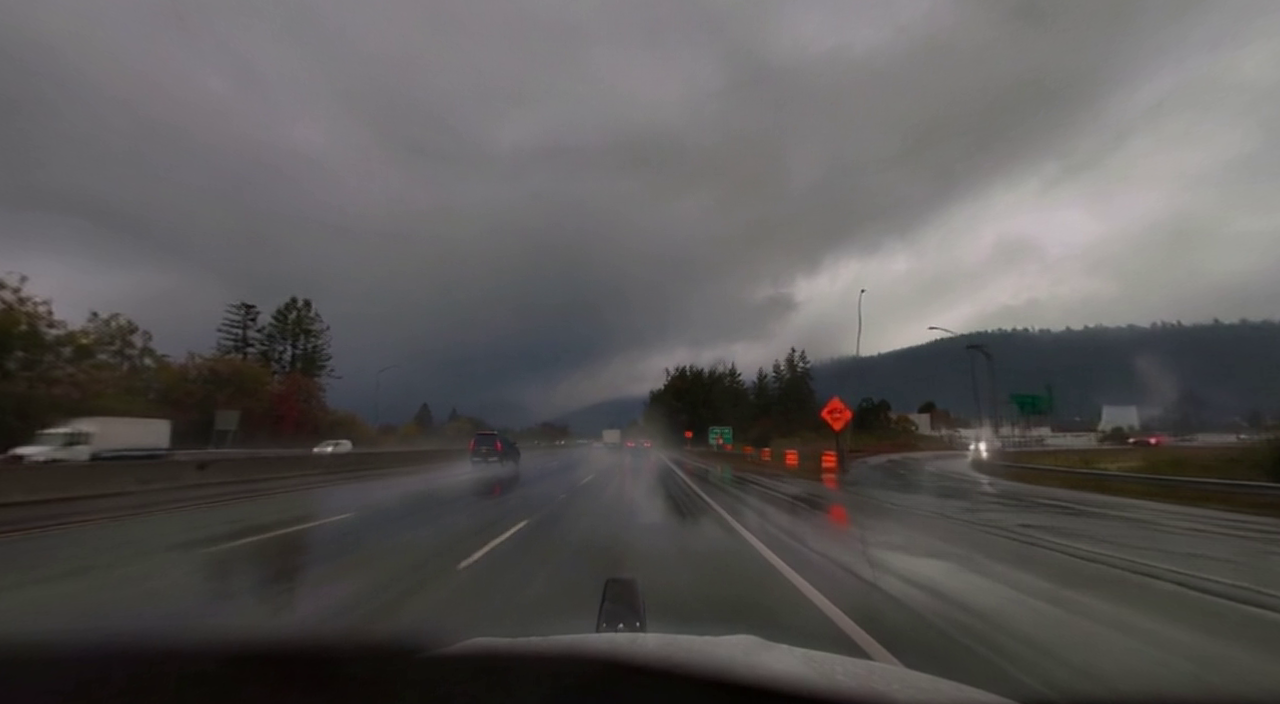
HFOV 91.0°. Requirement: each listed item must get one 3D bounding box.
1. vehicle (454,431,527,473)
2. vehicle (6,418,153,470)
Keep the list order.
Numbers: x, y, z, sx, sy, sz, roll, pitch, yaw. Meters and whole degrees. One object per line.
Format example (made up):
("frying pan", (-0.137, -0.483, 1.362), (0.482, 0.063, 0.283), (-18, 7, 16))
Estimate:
("vehicle", (-6.851, 4.636, 29.487), (2.103, 1.775, 4.966), (0, -8, 1))
("vehicle", (-25.805, 4.258, 29.282), (2.351, 2.192, 4.592), (0, -8, 3))
